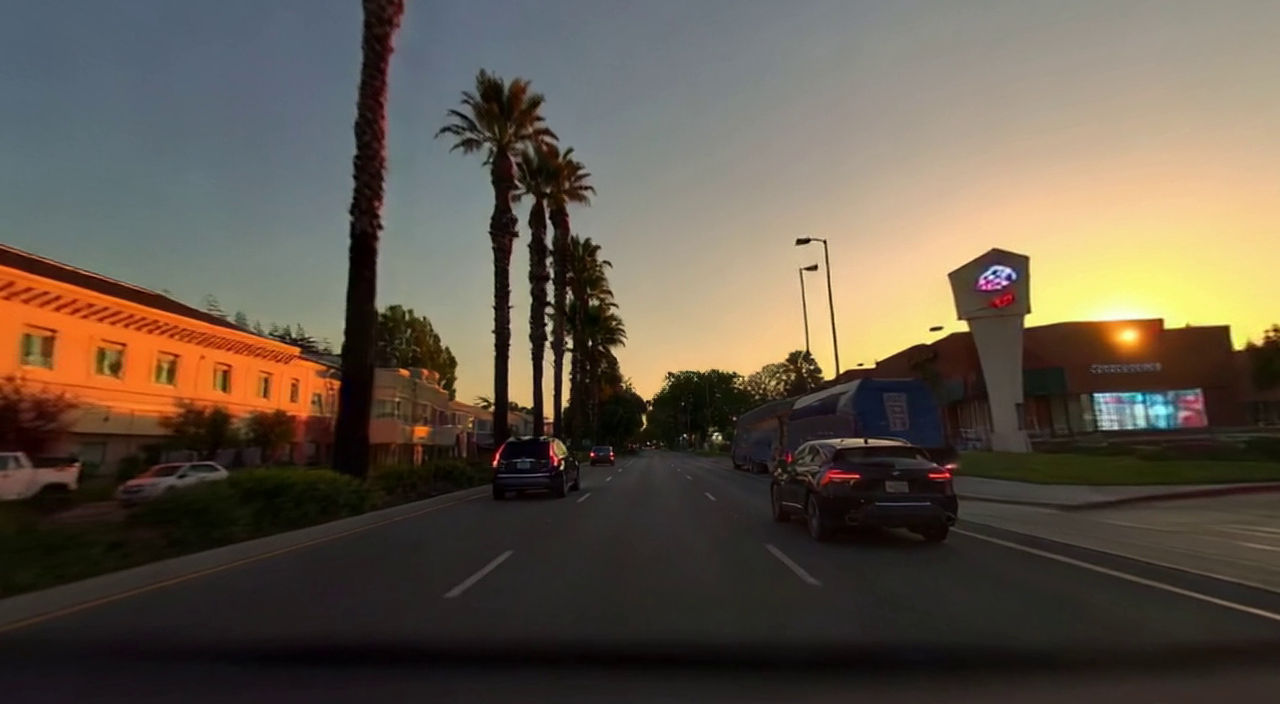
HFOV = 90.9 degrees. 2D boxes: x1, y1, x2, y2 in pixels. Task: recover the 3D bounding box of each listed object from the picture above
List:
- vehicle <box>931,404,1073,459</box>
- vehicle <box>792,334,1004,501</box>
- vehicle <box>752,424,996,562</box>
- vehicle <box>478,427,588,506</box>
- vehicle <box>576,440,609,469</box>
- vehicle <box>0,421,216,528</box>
[{"bbox_3d":[18.028,4.060,31.677,5.858,2.544,2.273,-5,-10,30],"label":"vehicle"},{"bbox_3d":[7.103,2.107,19.090,2.902,3.992,8.073,0,-8,0],"label":"vehicle"},{"bbox_3d":[3.002,1.896,9.201,1.946,1.513,4.133,0,-9,0],"label":"vehicle"},{"bbox_3d":[-2.695,3.020,17.026,2.058,1.804,4.391,-1,-9,2],"label":"vehicle"},{"bbox_3d":[-3.065,6.711,41.398,1.998,1.743,4.402,0,-9,-2],"label":"vehicle"},{"bbox_3d":[-21.509,4.592,24.742,3.030,3.354,9.135,-1,-9,2],"label":"vehicle"}]
